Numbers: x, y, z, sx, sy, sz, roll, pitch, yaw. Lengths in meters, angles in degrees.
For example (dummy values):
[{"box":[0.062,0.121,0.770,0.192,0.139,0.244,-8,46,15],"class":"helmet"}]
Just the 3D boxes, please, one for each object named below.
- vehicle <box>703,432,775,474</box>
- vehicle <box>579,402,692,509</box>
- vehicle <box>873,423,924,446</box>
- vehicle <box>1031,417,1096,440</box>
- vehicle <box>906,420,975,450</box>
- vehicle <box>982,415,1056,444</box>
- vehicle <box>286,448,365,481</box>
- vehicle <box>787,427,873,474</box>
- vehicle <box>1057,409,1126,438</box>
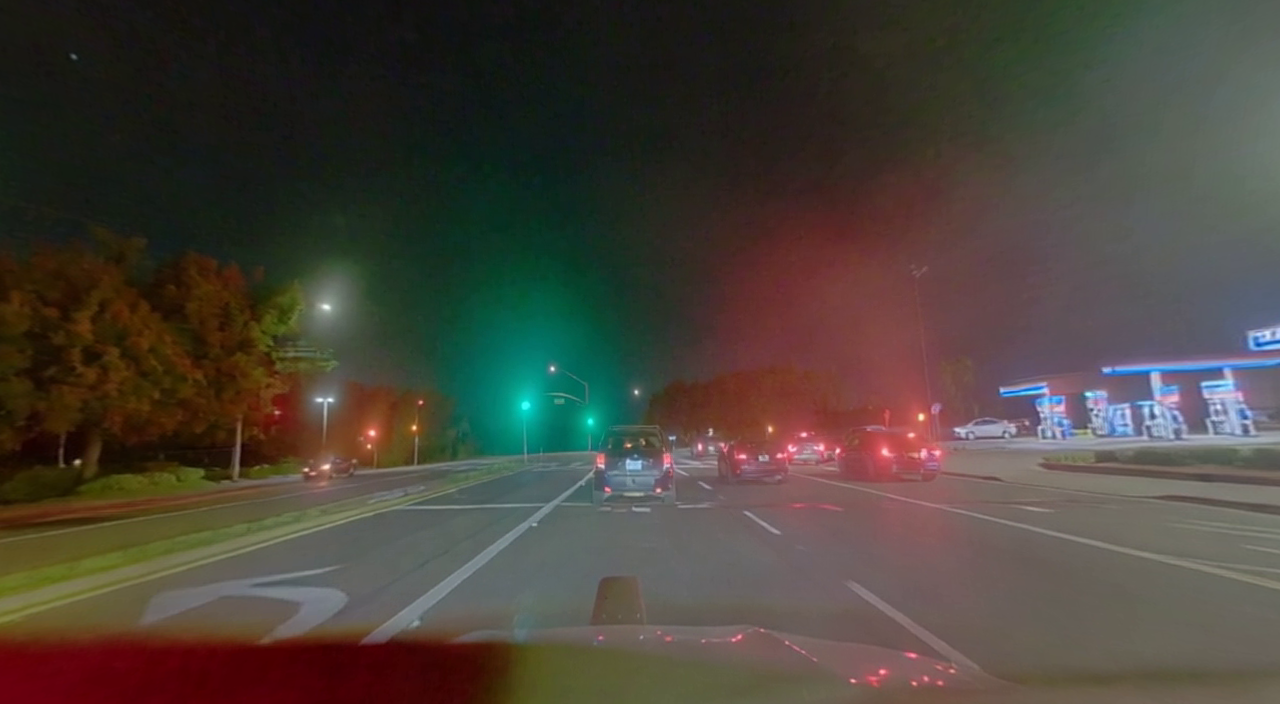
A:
[{"box":[3.678,3.841,24.198,1.940,1.474,4.234,0,-8,-2],"class":"vehicle"},{"box":[-0.108,2.238,13.967,2.038,1.917,4.900,0,-8,-1],"class":"vehicle"},{"box":[19.745,6.370,48.452,1.925,1.629,4.331,0,-8,-1],"class":"vehicle"},{"box":[27.799,5.093,41.579,1.709,1.423,3.660,0,-8,0],"class":"vehicle"},{"box":[19.905,5.555,42.171,1.929,1.763,5.190,-3,-8,-1],"class":"vehicle"},{"box":[25.300,5.263,42.355,2.107,1.806,4.410,0,-8,-2],"class":"vehicle"},{"box":[-16.774,5.983,34.011,1.942,1.479,4.765,-4,-8,-1],"class":"vehicle"},{"box":[6.974,3.678,23.638,1.793,1.585,4.130,0,-8,-2],"class":"vehicle"},{"box":[30.574,4.916,42.904,1.769,1.782,4.068,0,-9,3],"class":"vehicle"}]
